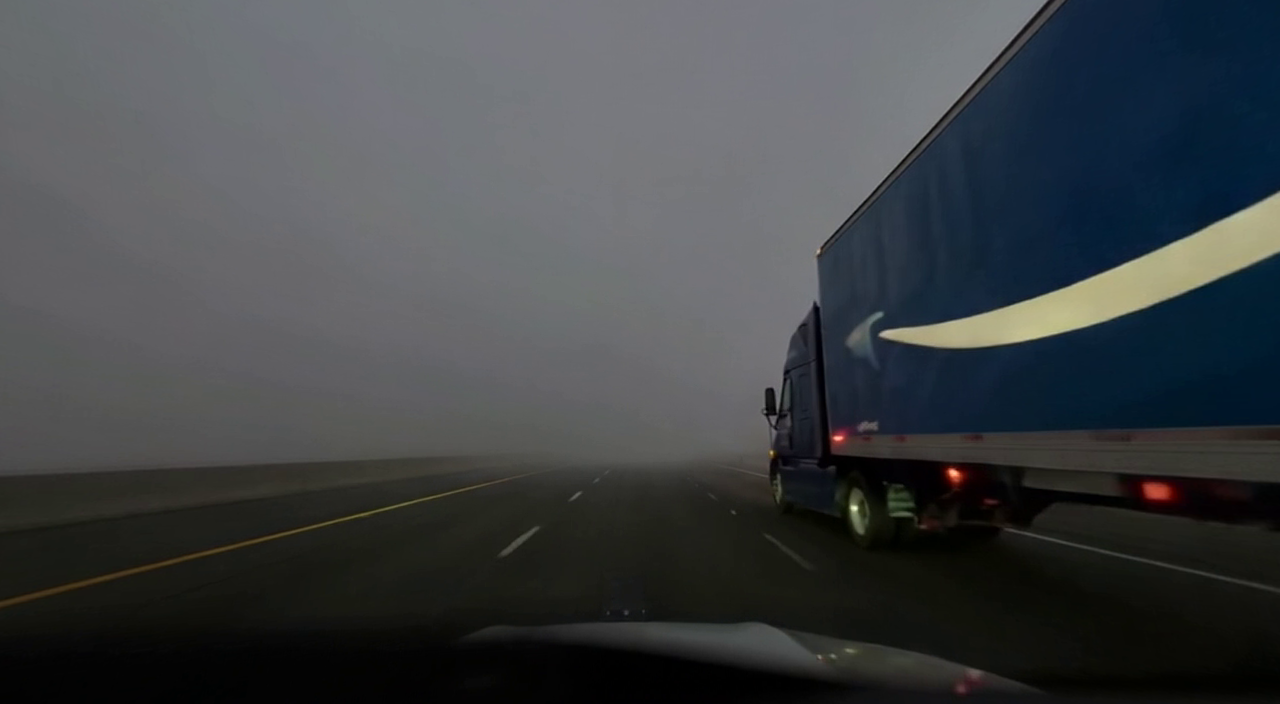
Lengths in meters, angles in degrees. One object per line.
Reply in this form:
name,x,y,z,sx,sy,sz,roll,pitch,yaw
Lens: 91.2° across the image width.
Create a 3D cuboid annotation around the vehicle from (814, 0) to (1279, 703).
vehicle,4.063,-0.546,0.726,2.928,4.021,17.190,0,-9,0
